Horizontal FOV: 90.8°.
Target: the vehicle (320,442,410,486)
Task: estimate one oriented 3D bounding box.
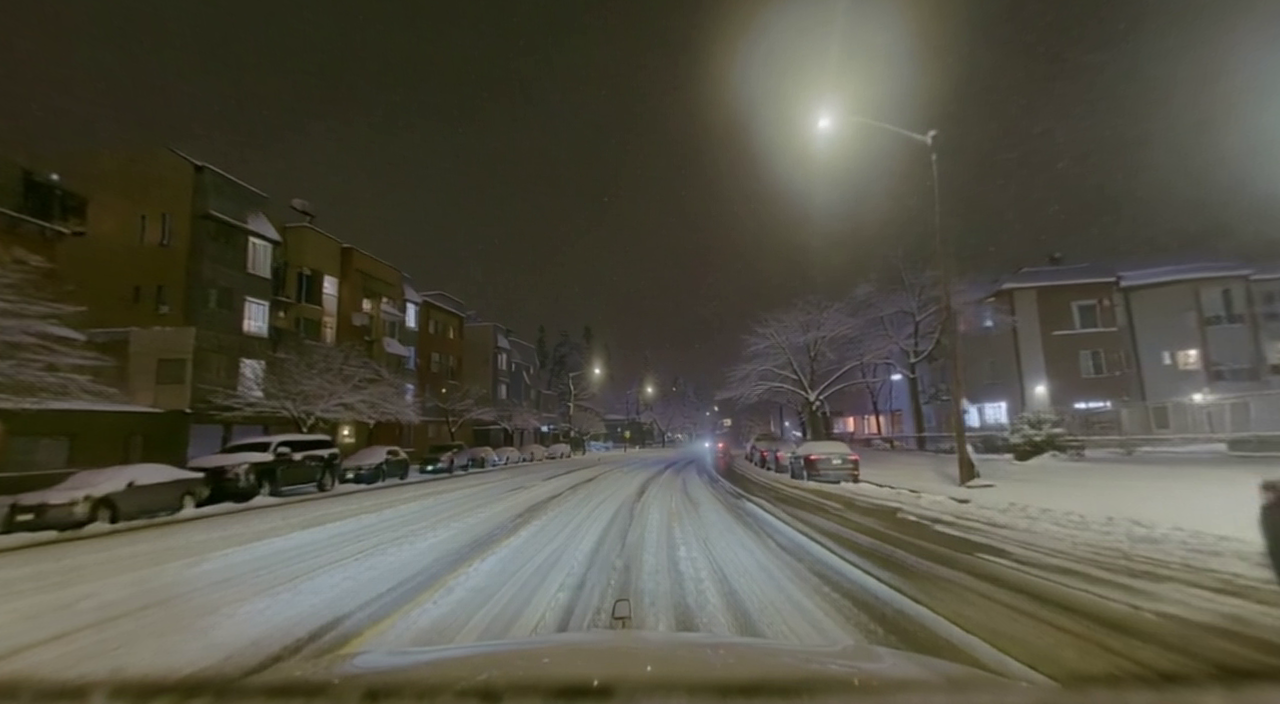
[{"bbox_3d":[-12.533,5.103,29.150,2.001,1.836,4.471,-1,-8,1],"label":"vehicle"}]

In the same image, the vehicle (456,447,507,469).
[{"bbox_3d":[-11.063,7.423,44.381,1.829,1.449,4.713,-2,-9,8],"label":"vehicle"}]

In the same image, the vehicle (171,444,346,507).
[{"bbox_3d":[-12.619,4.070,21.561,2.290,1.799,5.801,-1,-8,1],"label":"vehicle"}]

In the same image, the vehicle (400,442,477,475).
[{"bbox_3d":[-11.974,6.365,38.075,2.137,1.835,5.833,-1,-8,6],"label":"vehicle"}]

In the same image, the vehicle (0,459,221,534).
[{"bbox_3d":[-12.443,3.330,15.117,1.723,1.418,4.359,-1,-8,2],"label":"vehicle"}]

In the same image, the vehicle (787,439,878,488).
[{"bbox_3d":[6.481,3.793,21.822,1.947,1.487,4.549,-1,-8,3],"label":"vehicle"}]
